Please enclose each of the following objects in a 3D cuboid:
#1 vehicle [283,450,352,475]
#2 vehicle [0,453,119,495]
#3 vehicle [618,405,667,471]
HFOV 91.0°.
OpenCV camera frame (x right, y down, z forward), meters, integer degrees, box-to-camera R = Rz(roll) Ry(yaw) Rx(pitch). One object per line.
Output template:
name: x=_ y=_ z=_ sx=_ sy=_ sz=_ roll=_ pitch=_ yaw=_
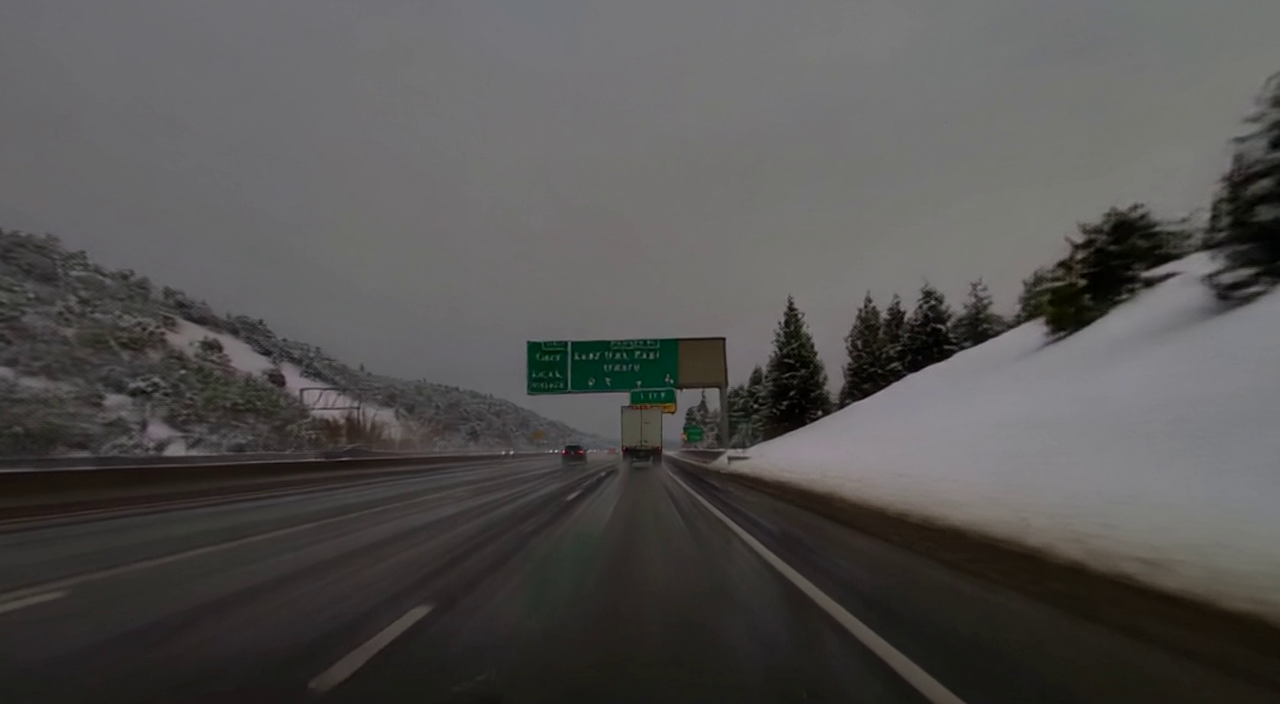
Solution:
vehicle: x=-21.651 y=7.426 z=42.496 sx=2.047 sy=1.574 sz=4.700 roll=0 pitch=-9 yaw=1
vehicle: x=-25.249 y=5.136 z=26.935 sx=1.907 sy=1.556 sz=4.619 roll=0 pitch=-9 yaw=1
vehicle: x=0.270 y=6.273 z=45.432 sx=3.039 sy=4.131 sz=11.822 roll=0 pitch=-9 yaw=1
